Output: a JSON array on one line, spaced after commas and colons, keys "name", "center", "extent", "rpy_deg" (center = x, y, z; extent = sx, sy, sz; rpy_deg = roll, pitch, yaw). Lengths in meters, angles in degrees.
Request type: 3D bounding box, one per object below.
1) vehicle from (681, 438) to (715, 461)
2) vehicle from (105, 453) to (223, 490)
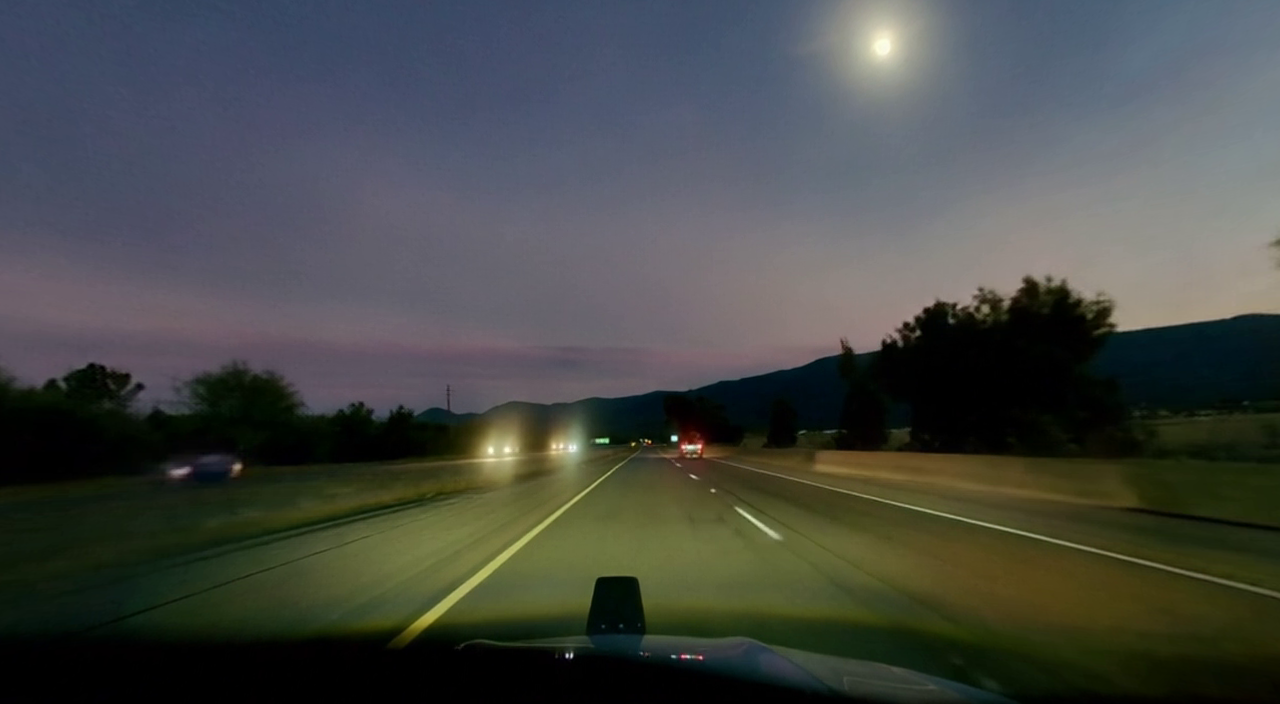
[{"name": "vehicle", "center": [4.381, 7.470, 48.353], "extent": [2.157, 1.640, 4.056], "rpy_deg": [0, -8, 0]}, {"name": "vehicle", "center": [-21.054, 5.291, 28.164], "extent": [1.701, 1.419, 4.484], "rpy_deg": [0, -8, 1]}]
